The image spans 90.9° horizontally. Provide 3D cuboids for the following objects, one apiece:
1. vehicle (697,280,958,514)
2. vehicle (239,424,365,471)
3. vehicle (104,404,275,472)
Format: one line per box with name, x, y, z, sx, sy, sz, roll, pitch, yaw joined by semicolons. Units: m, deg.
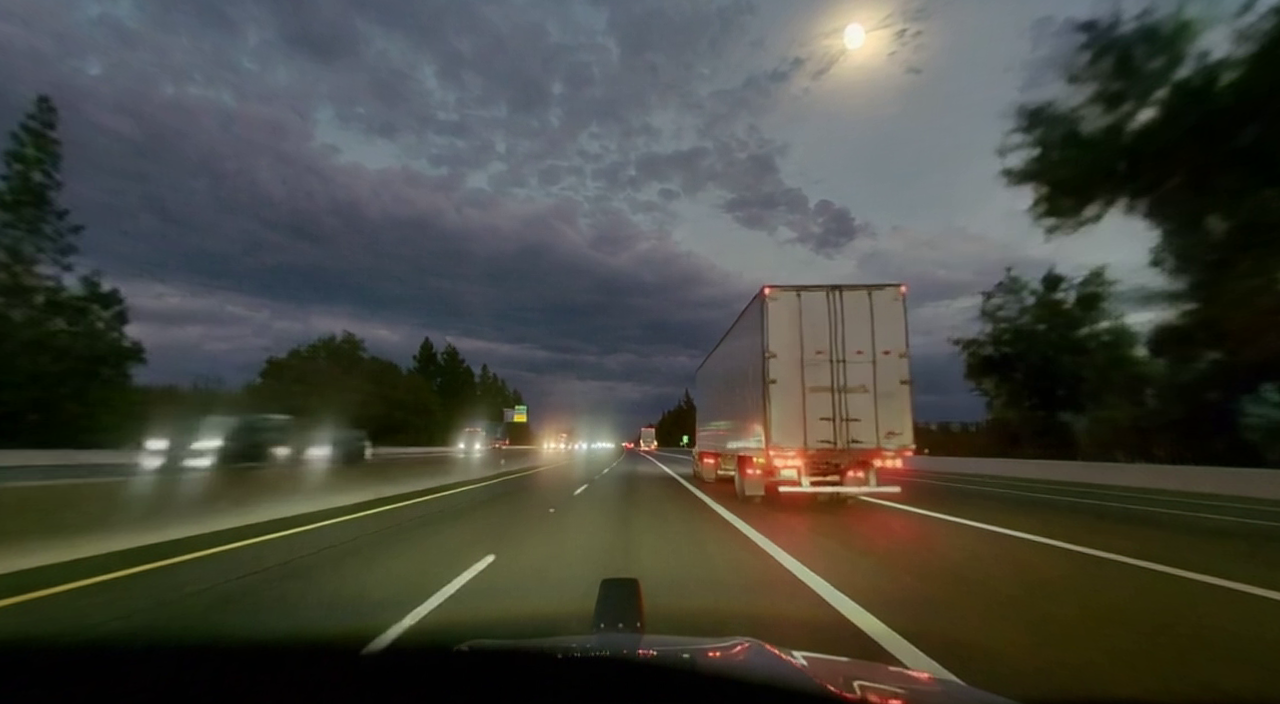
vehicle;3.969;1.800;18.429;3.323;4.262;14.056;0;-9;0
vehicle;-12.402;3.553;23.544;2.187;1.567;4.527;0;-9;0
vehicle;-15.919;3.137;22.747;2.397;2.171;4.968;0;-9;0
